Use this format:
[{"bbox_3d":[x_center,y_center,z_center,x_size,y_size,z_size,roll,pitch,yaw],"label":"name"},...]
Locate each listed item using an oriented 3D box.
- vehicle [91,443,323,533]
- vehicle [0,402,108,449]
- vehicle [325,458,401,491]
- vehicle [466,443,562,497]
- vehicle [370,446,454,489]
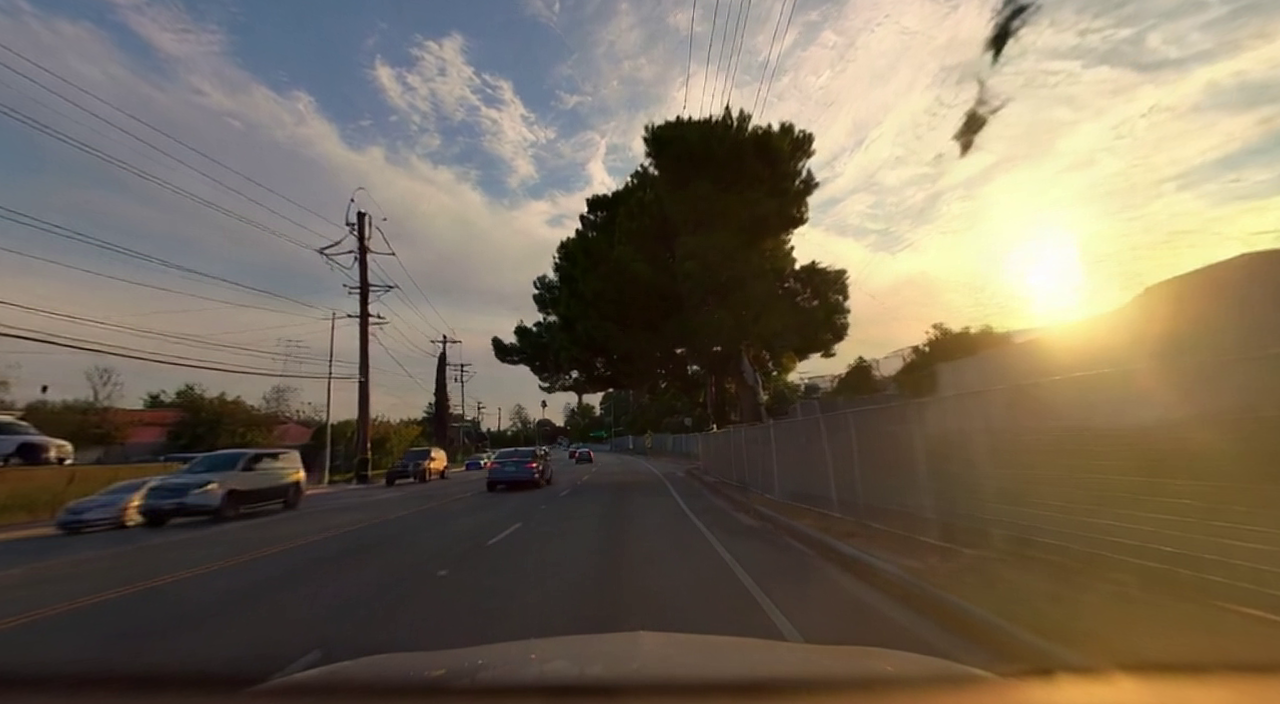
[{"bbox_3d":[-10.288,3.235,15.628,2.206,1.845,4.917,0,-9,0],"label":"vehicle"},{"bbox_3d":[-24.180,2.960,25.124,3.949,1.754,2.074,0,-8,1],"label":"vehicle"},{"bbox_3d":[-14.184,6.292,32.547,1.943,1.506,4.471,0,-9,-1],"label":"vehicle"},{"bbox_3d":[-3.800,3.638,19.805,2.020,1.489,4.469,0,-9,1],"label":"vehicle"},{"bbox_3d":[-10.438,5.306,29.305,2.137,1.828,4.754,0,-9,0],"label":"vehicle"}]
